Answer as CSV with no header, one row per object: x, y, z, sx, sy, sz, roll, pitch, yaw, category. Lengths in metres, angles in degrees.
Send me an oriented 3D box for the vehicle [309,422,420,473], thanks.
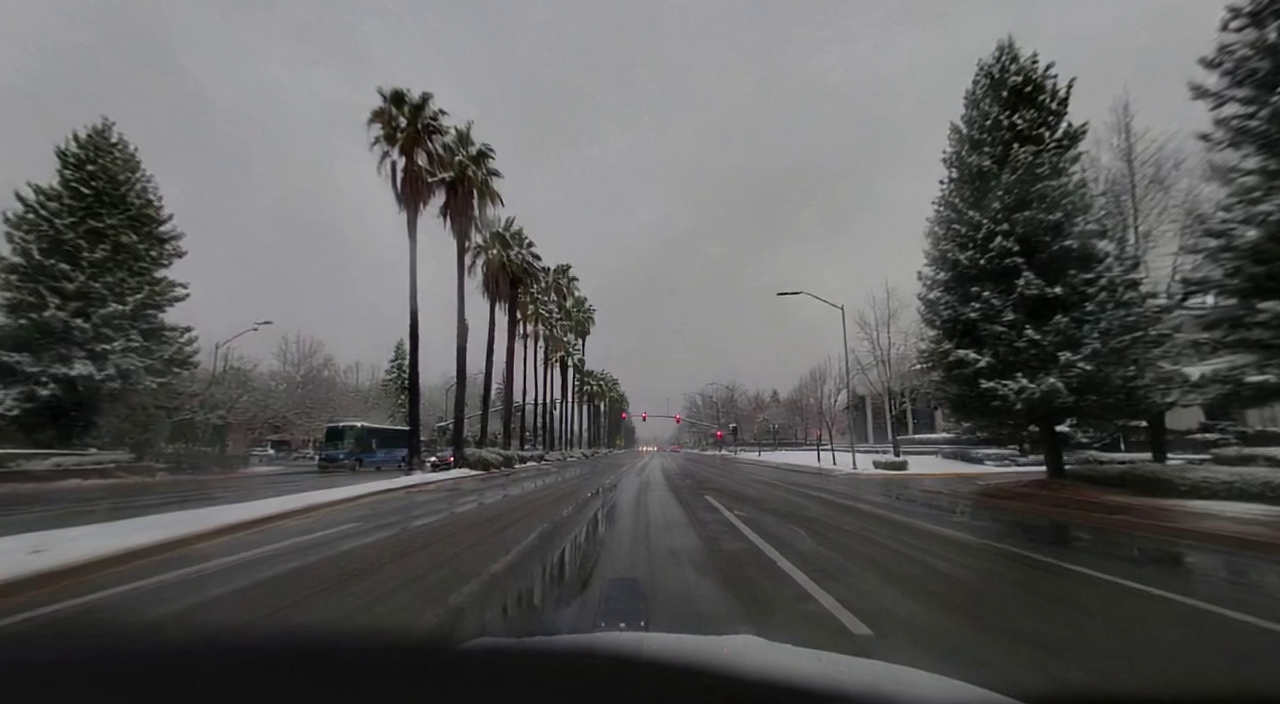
-20.839,7.373,48.923,3.013,3.417,12.442,0,-8,0,vehicle

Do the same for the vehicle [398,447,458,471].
-14.018,7.089,41.981,2.130,1.509,4.644,-1,-8,3,vehicle
